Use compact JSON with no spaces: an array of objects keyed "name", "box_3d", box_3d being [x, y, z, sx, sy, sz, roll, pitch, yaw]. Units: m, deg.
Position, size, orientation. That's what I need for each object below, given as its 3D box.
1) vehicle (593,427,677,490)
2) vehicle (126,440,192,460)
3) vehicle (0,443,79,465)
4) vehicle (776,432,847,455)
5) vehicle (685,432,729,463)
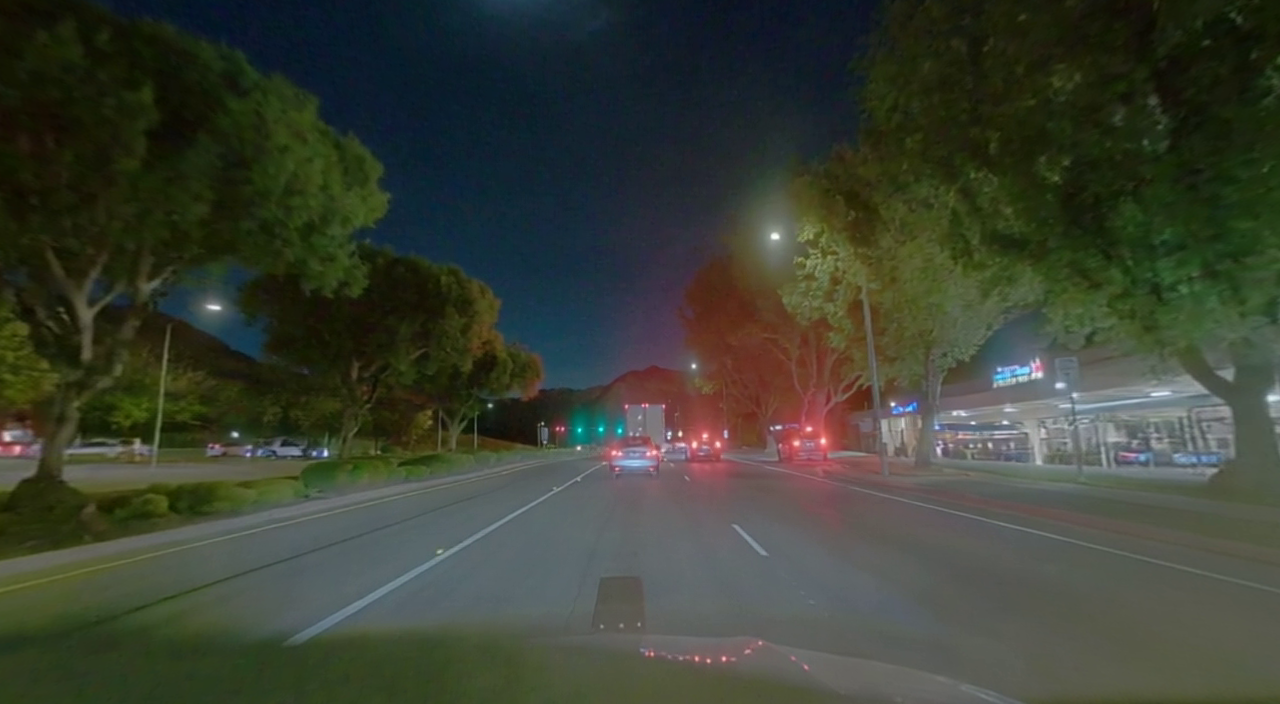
[{"name":"vehicle","box_3d":[-0.145,3.083,18.501,2.193,1.651,3.946,0,-8,-1]},{"name":"vehicle","box_3d":[-36.860,7.519,48.195,3.640,1.447,1.788,4,-9,-27]},{"name":"vehicle","box_3d":[-36.951,6.246,38.592,3.245,1.338,1.536,3,-9,-23]},{"name":"vehicle","box_3d":[13.234,7.067,48.591,4.887,1.734,2.014,0,-8,2]},{"name":"vehicle","box_3d":[3.805,5.531,36.377,2.088,1.655,4.360,0,-8,0]}]
